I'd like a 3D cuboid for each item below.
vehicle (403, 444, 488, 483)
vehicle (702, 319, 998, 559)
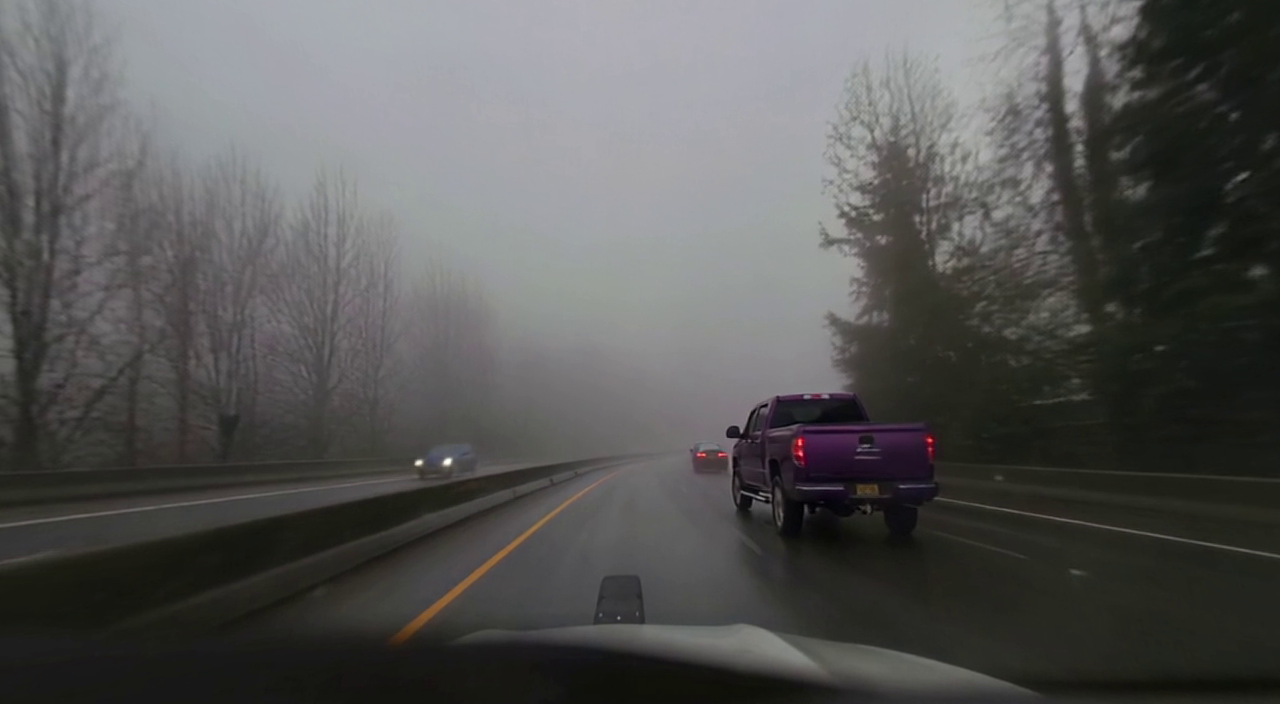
[{"bbox_3d":[-8.265,4.775,27.157,1.962,1.539,4.572,-1,-9,4],"label":"vehicle"},{"bbox_3d":[3.816,2.365,16.601,2.916,3.563,14.462,0,-9,0],"label":"vehicle"}]
